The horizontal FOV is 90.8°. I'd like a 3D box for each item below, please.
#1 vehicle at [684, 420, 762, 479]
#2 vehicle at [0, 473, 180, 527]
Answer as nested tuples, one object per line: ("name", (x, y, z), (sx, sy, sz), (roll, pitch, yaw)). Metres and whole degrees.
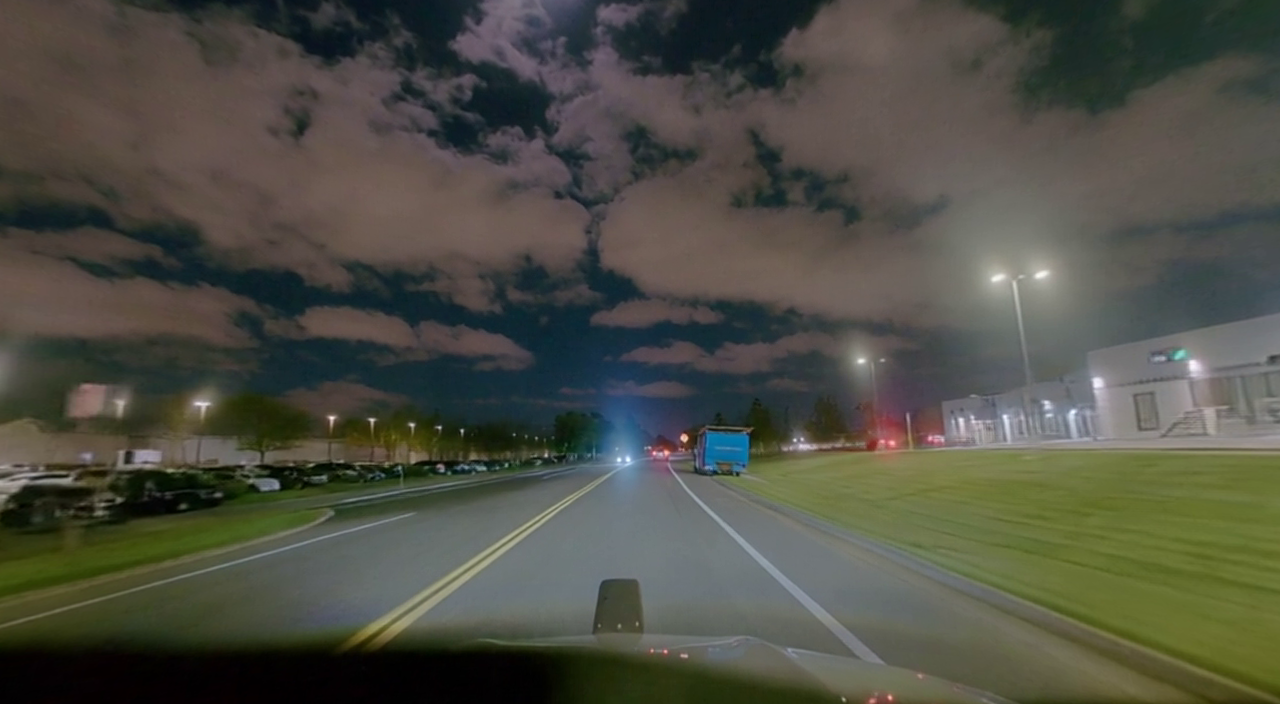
("vehicle", (4.691, 5.845, 38.142), (3.282, 3.067, 10.181), (0, -9, 0))
("vehicle", (-22.330, 5.967, 25.957), (2.233, 1.709, 5.161), (-3, -9, 16))
